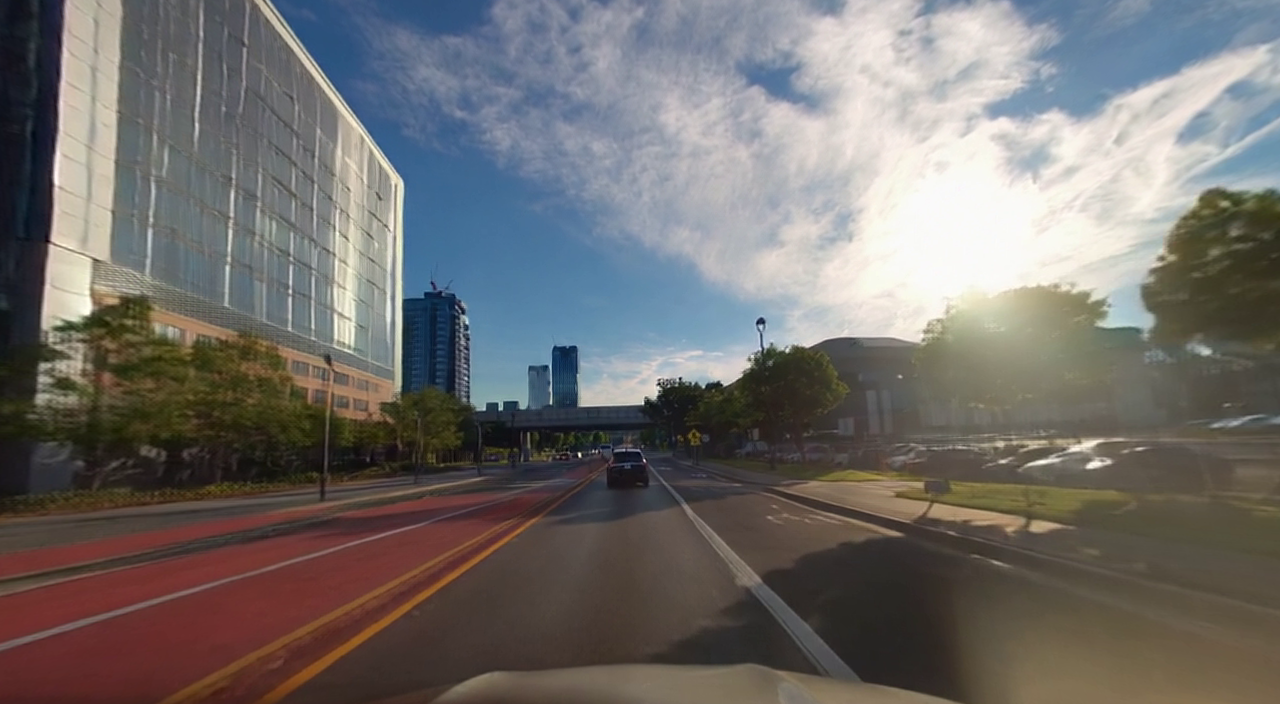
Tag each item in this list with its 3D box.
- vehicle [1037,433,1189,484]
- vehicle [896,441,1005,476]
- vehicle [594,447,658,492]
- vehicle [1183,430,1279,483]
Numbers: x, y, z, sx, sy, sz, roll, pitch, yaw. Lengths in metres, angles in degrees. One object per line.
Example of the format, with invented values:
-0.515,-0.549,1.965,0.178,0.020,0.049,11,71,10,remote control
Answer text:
15.183,3.438,20.522,1.913,1.470,3.714,0,-9,-3,vehicle
14.360,4.914,29.306,4.003,1.476,1.884,-2,-8,2,vehicle
-0.538,4.119,22.447,2.063,1.442,4.135,0,-9,-2,vehicle
19.728,3.264,19.784,1.838,1.539,3.740,0,-9,-4,vehicle
